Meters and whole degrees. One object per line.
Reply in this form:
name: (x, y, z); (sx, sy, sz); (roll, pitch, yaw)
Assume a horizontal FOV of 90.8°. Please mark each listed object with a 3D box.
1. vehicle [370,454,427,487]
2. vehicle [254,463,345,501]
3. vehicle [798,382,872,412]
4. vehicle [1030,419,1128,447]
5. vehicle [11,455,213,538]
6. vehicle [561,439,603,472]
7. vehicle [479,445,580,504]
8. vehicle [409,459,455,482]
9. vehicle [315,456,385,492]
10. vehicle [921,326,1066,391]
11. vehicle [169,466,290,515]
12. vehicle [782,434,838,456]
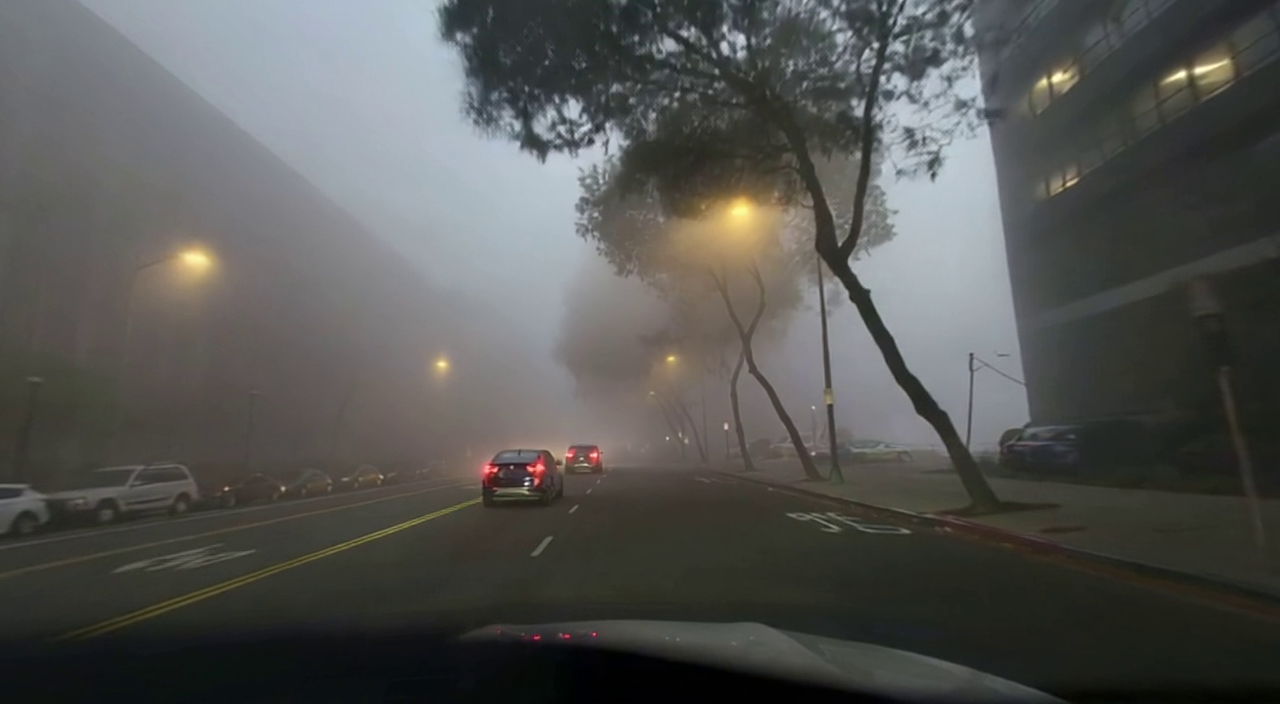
vehicle: (-16.321, 7.959, 42.888); (2.079, 1.847, 4.592); (-5, -8, -1)
vehicle: (-15.953, 6.100, 29.941); (1.871, 1.485, 4.573); (0, -8, -2)
vehicle: (11.666, 2.730, 38.042); (3.827, 1.556, 1.730); (-1, -9, -1)
vehicle: (25.473, 4.708, 36.758); (4.215, 1.545, 1.897); (0, -8, 0)
vehicle: (-15.650, 4.227, 19.222); (2.129, 1.967, 4.907); (-4, -9, -3)
vehicle: (-3.452, 6.288, 38.558); (2.190, 1.840, 4.720); (0, -8, -1)
vehicle: (-2.937, 3.349, 17.795); (2.051, 1.454, 4.132); (0, -8, 1)
vehicle: (-16.012, 9.125, 48.846); (2.021, 1.438, 4.616); (-3, -8, 0)
vehicle: (-16.230, 6.811, 35.615); (1.897, 1.805, 4.538); (0, -8, -3)
vehicle: (12.380, 0.273, 22.353); (3.932, 1.743, 1.695); (-5, -8, 3)
vehicle: (-15.767, 5.308, 24.599); (1.942, 1.431, 4.553); (-5, -9, -4)
vehicle: (12.418, 6.806, 46.211); (3.527, 1.496, 1.836); (0, -8, -4)
